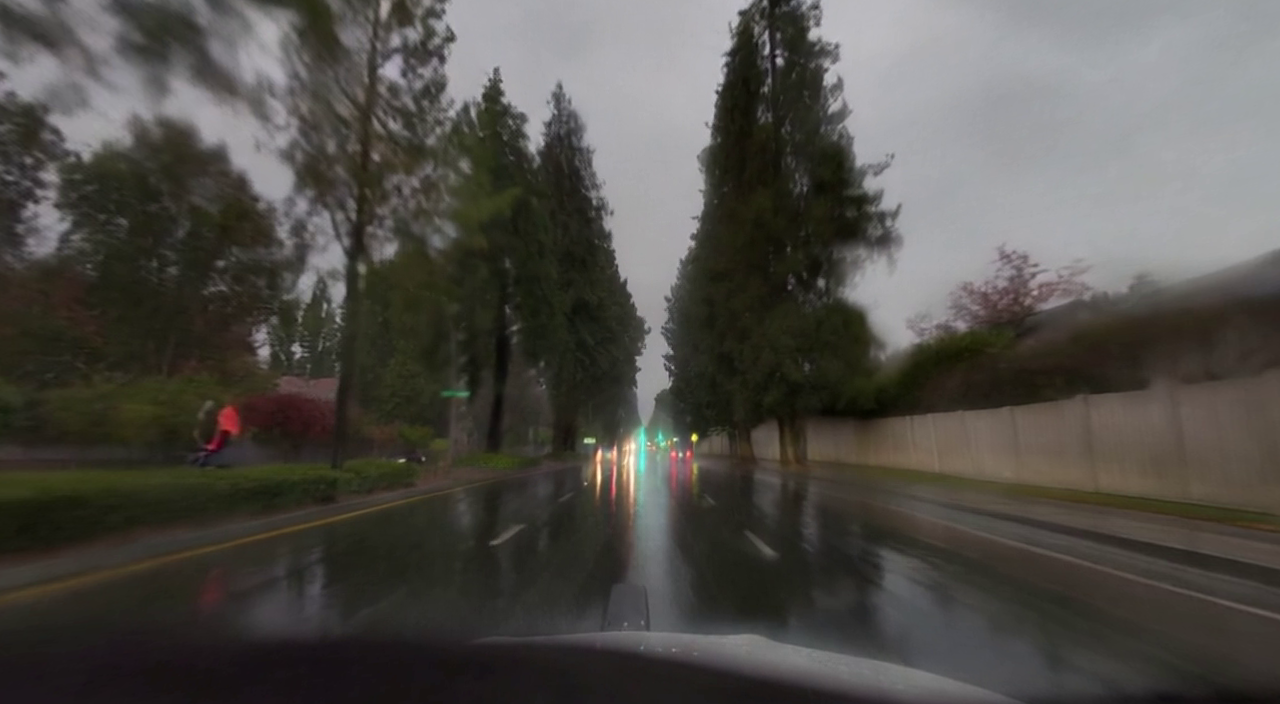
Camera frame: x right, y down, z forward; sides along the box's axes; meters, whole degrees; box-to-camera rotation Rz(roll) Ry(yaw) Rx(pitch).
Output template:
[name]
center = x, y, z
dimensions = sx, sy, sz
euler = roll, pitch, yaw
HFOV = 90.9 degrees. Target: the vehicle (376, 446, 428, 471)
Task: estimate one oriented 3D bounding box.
[vehicle]
center = -17.746, 7.948, 47.265
dimensions = 1.978, 1.766, 4.752
euler = 0, -9, 1
